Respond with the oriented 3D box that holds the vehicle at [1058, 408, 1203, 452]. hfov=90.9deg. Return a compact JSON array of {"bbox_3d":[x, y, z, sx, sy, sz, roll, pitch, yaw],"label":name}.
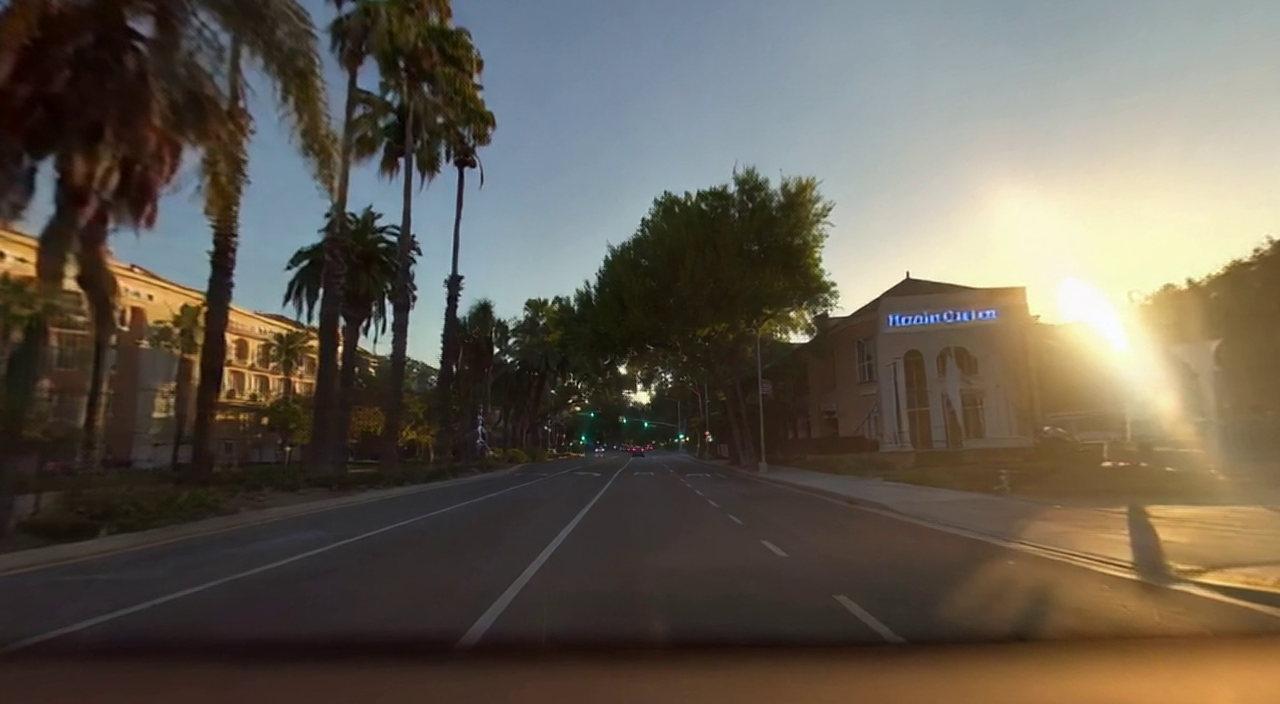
[{"bbox_3d":[22.431,3.675,29.167,2.222,1.818,5.099,1,-9,-7],"label":"vehicle"}]
